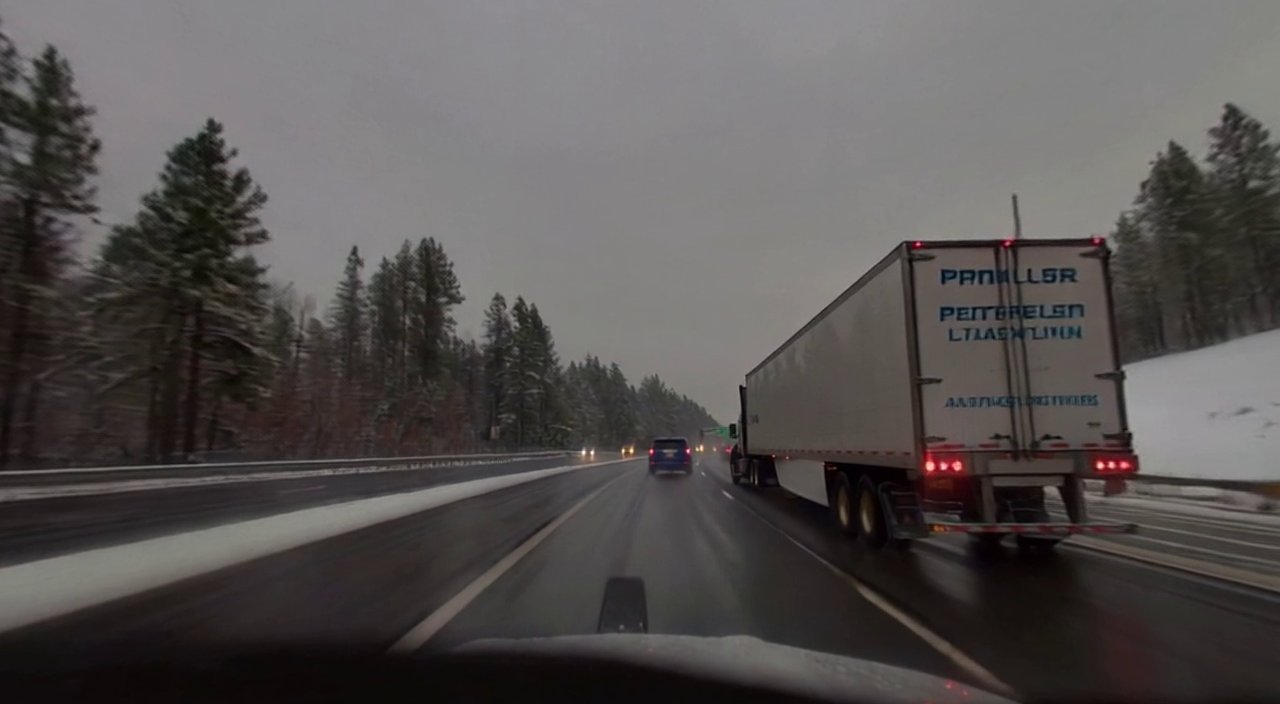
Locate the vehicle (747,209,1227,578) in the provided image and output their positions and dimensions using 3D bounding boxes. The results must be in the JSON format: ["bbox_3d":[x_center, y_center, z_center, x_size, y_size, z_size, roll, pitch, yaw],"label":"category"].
[{"bbox_3d":[5.206,1.575,15.365,2.899,4.160,16.621,0,-8,2],"label":"vehicle"}]

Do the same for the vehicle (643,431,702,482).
[{"bbox_3d":[1.323,4.254,25.998,2.222,1.848,4.610,0,-8,3],"label":"vehicle"}]
